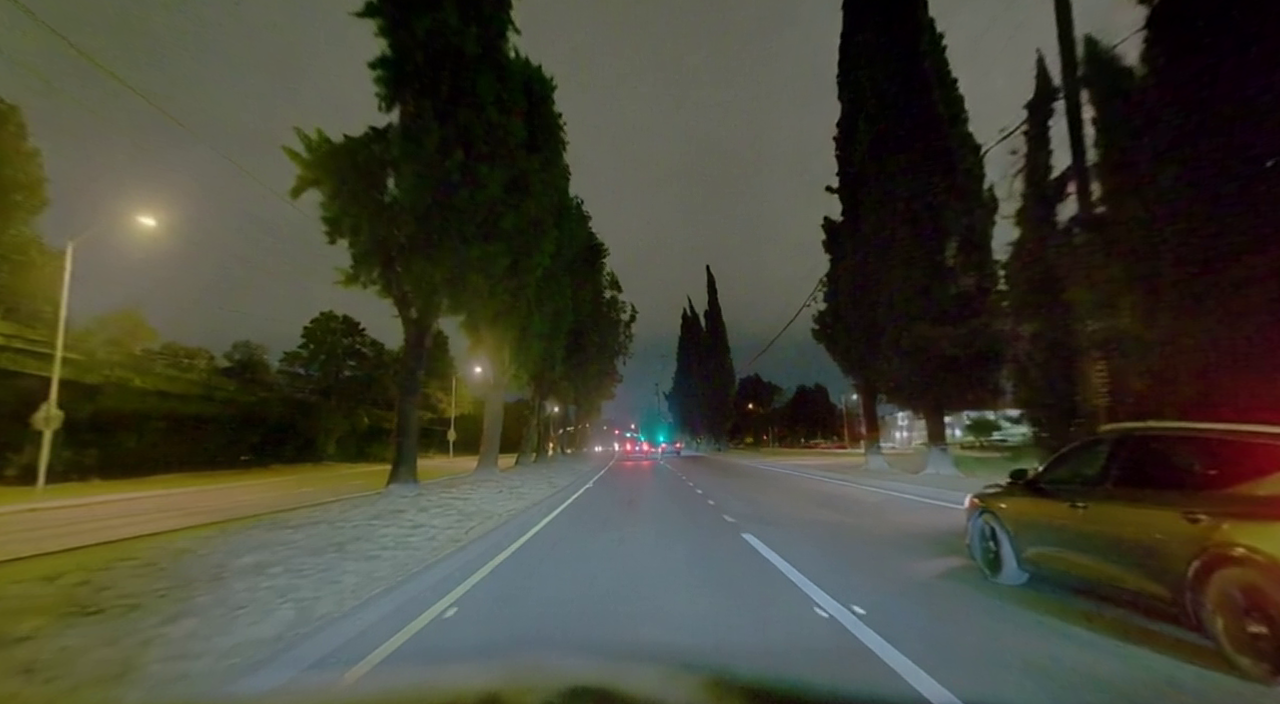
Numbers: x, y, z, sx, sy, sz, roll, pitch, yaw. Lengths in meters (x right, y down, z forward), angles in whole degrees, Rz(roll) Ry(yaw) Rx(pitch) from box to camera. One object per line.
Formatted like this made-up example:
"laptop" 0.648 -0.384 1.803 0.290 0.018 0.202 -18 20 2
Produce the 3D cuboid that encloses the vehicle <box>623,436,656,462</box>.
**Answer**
"vehicle" -0.089 7.049 45.635 2.189 1.776 4.342 0 -9 -2

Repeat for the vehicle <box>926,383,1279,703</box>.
"vehicle" 4.254 1.142 4.299 2.235 1.597 4.918 0 -9 -1
